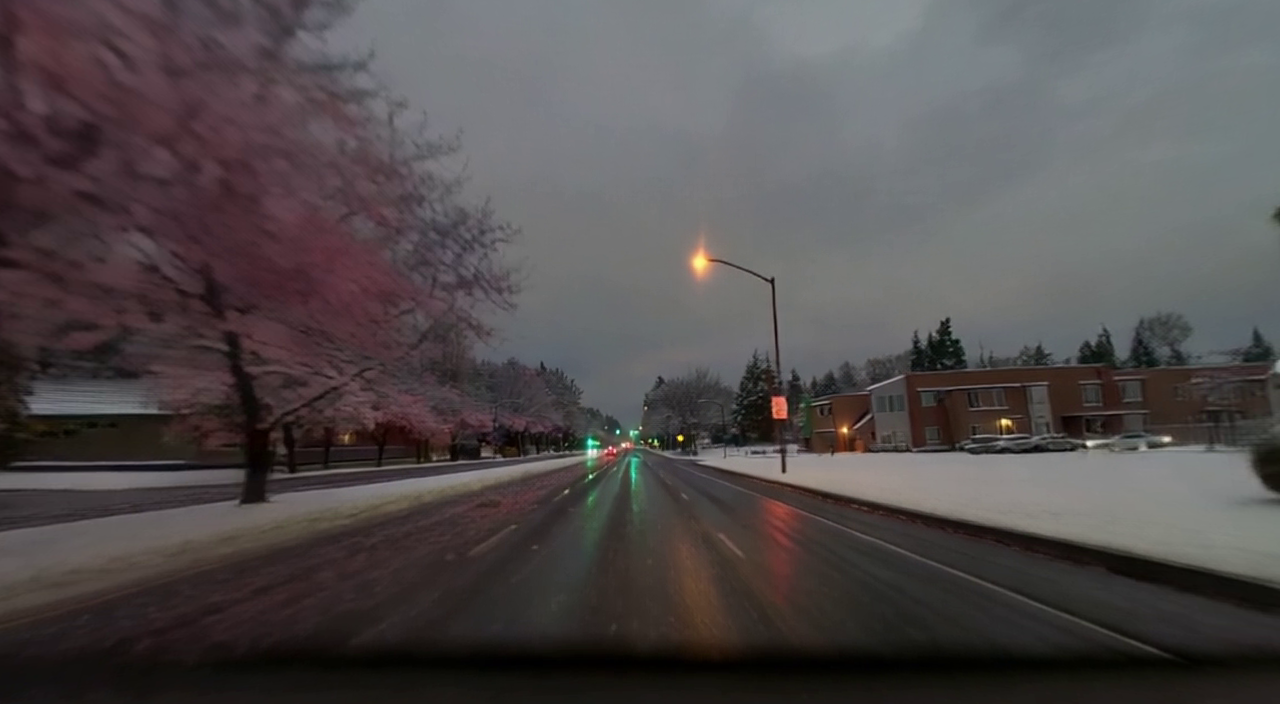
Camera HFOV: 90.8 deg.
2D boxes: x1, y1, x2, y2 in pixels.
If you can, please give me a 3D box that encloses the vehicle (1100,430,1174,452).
[{"bbox_3d":[36.441,6.530,46.489,1.830,1.515,4.462,0,-8,1],"label":"vehicle"}]
